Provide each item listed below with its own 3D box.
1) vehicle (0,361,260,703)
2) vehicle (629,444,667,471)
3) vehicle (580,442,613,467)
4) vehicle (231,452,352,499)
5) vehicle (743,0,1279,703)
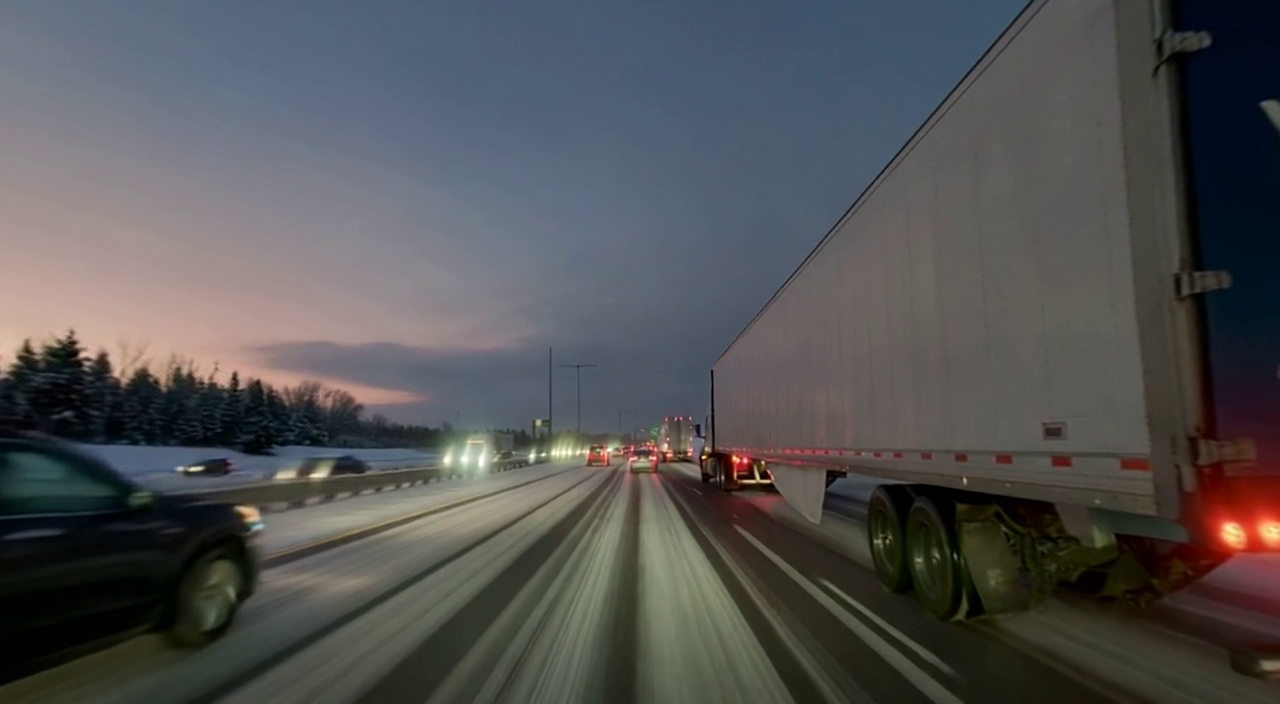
[{"bbox_3d":[-3.830,0.803,2.000,2.091,1.722,4.974,-1,-9,1],"label":"vehicle"},{"bbox_3d":[0.449,6.099,36.587,2.063,1.469,4.208,0,-9,0],"label":"vehicle"},{"bbox_3d":[-3.125,7.436,46.074,2.058,1.711,4.226,-1,-9,1],"label":"vehicle"},{"bbox_3d":[-12.158,4.296,22.367,1.763,1.453,4.339,-1,-9,1],"label":"vehicle"},{"bbox_3d":[3.902,0.509,8.767,2.821,4.077,12.562,0,-9,0],"label":"vehicle"}]
